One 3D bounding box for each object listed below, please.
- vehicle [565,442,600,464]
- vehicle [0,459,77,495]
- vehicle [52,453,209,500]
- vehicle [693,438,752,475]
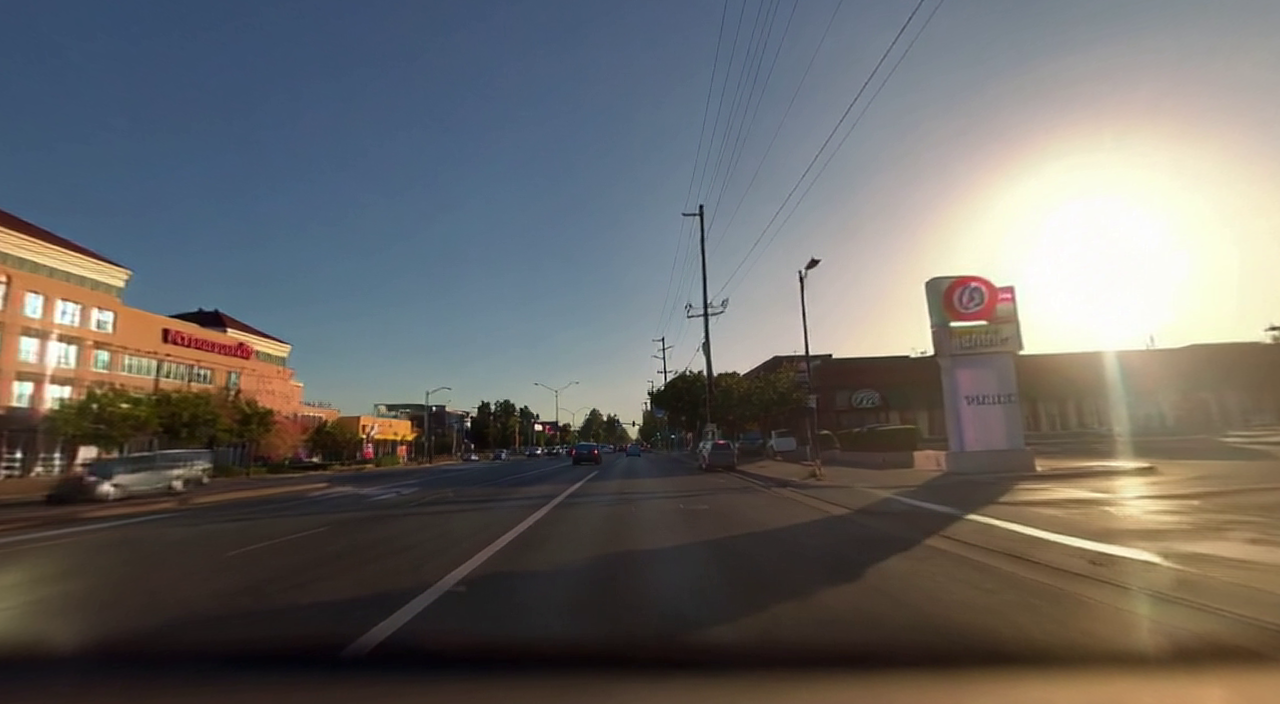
[{"bbox_3d":[-4.173,7.445,46.741,2.179,1.490,4.742,0,-9,0],"label":"vehicle"},{"bbox_3d":[-30.079,5.914,30.056,4.720,1.556,2.070,-1,-9,5],"label":"vehicle"},{"bbox_3d":[-18.296,4.446,23.023,1.990,1.500,4.467,0,-9,0],"label":"vehicle"},{"bbox_3d":[3.629,4.687,28.639,1.922,1.507,4.824,0,-9,-1],"label":"vehicle"}]
